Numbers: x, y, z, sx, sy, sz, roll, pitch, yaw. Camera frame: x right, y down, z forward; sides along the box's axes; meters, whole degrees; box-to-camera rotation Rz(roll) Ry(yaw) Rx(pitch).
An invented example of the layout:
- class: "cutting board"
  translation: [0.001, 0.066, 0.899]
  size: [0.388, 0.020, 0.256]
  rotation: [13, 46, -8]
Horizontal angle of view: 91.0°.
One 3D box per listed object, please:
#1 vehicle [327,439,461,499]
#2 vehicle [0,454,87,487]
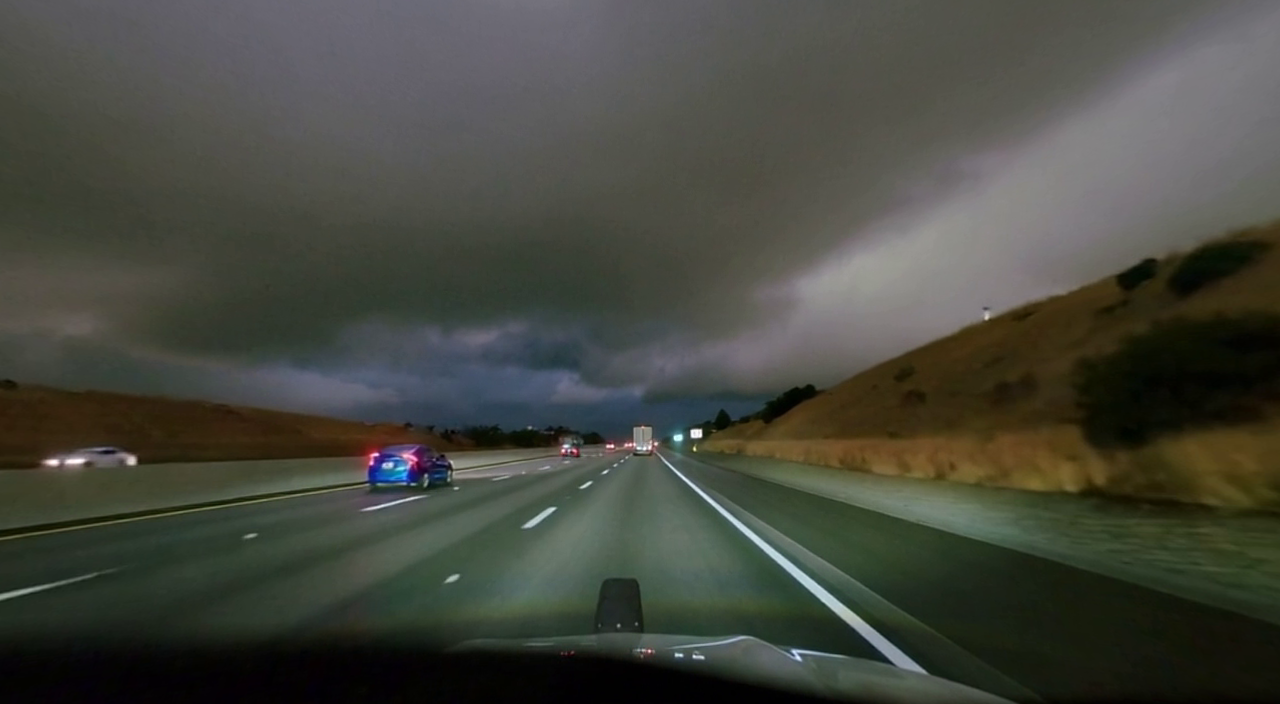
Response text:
- class: "vehicle"
  translation: [-7.127, 3.415, 18.871]
  size: [2.096, 1.541, 4.610]
  rotation: [0, -8, 1]
- class: "vehicle"
  translation: [-31.734, 6.118, 32.815]
  size: [1.801, 1.506, 4.441]
  rotation: [0, -8, 0]
